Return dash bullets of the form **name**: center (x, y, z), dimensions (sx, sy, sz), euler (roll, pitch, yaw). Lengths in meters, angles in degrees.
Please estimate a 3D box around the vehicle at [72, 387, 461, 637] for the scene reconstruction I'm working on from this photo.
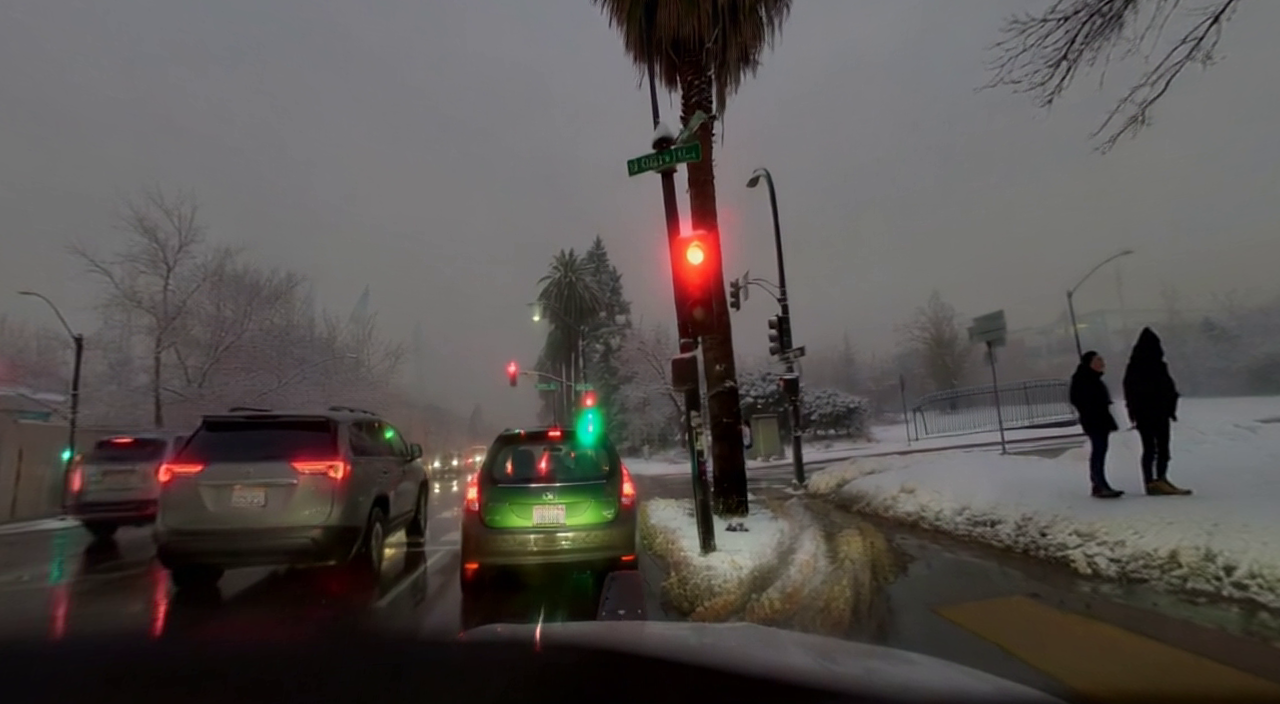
- **vehicle**: center (-3.472, 1.547, 7.184), dimensions (2.098, 1.851, 4.571), euler (1, -9, -8)

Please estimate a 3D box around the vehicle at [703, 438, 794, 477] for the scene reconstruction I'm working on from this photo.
- **vehicle**: center (5.333, 5.201, 31.206), dimensions (3.987, 1.636, 1.903), euler (4, -6, -13)

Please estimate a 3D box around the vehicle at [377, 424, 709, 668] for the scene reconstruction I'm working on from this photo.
- **vehicle**: center (-0.894, 1.522, 6.177), dimensions (2.065, 1.467, 4.289), euler (1, -9, -9)
